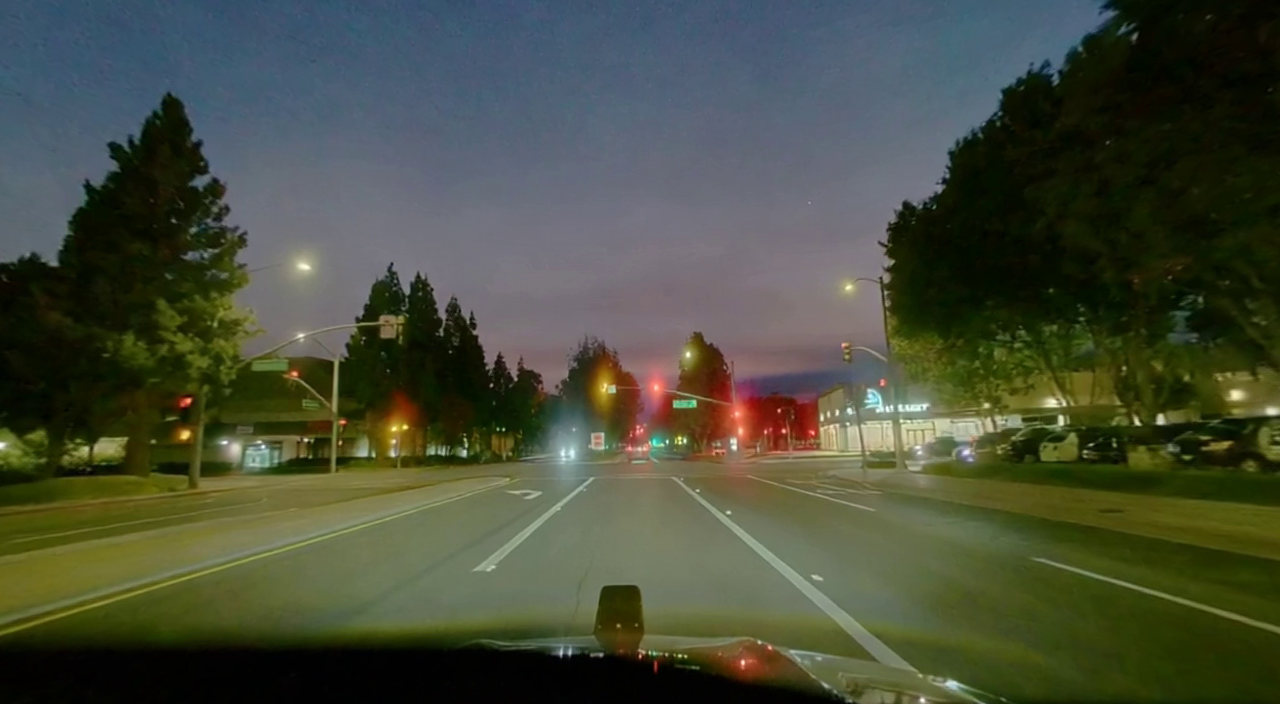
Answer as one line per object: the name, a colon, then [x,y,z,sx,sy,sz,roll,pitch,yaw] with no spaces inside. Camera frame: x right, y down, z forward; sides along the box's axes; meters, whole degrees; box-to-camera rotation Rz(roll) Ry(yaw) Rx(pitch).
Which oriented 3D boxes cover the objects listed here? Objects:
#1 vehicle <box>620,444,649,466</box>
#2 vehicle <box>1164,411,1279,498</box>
vehicle: [-0.422,7.575,46.526,2.045,1.510,3.690,0,-9,-1]
vehicle: [13.817,1.980,12.292,5.008,1.603,2.082,-3,-9,17]
